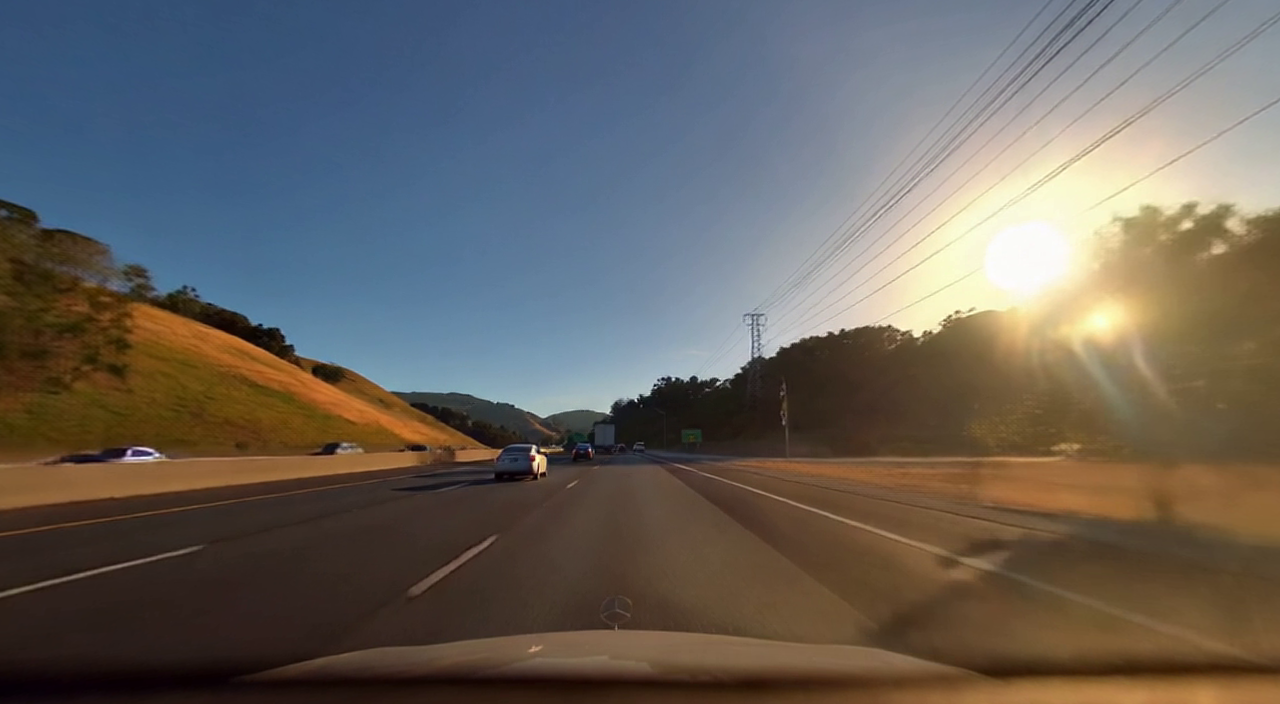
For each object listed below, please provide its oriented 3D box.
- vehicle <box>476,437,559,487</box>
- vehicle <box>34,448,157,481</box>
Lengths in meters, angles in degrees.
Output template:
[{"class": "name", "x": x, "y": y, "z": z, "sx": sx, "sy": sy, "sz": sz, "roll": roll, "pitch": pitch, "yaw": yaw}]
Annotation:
[{"class": "vehicle", "x": -4.147, "y": 3.799, "z": 22.126, "sx": 1.963, "sy": 1.533, "sz": 4.477, "roll": 0, "pitch": -8, "yaw": 0}, {"class": "vehicle", "x": -26.208, "y": 5.405, "z": 30.655, "sx": 1.841, "sy": 1.449, "sz": 4.570, "roll": 0, "pitch": -8, "yaw": 1}]
